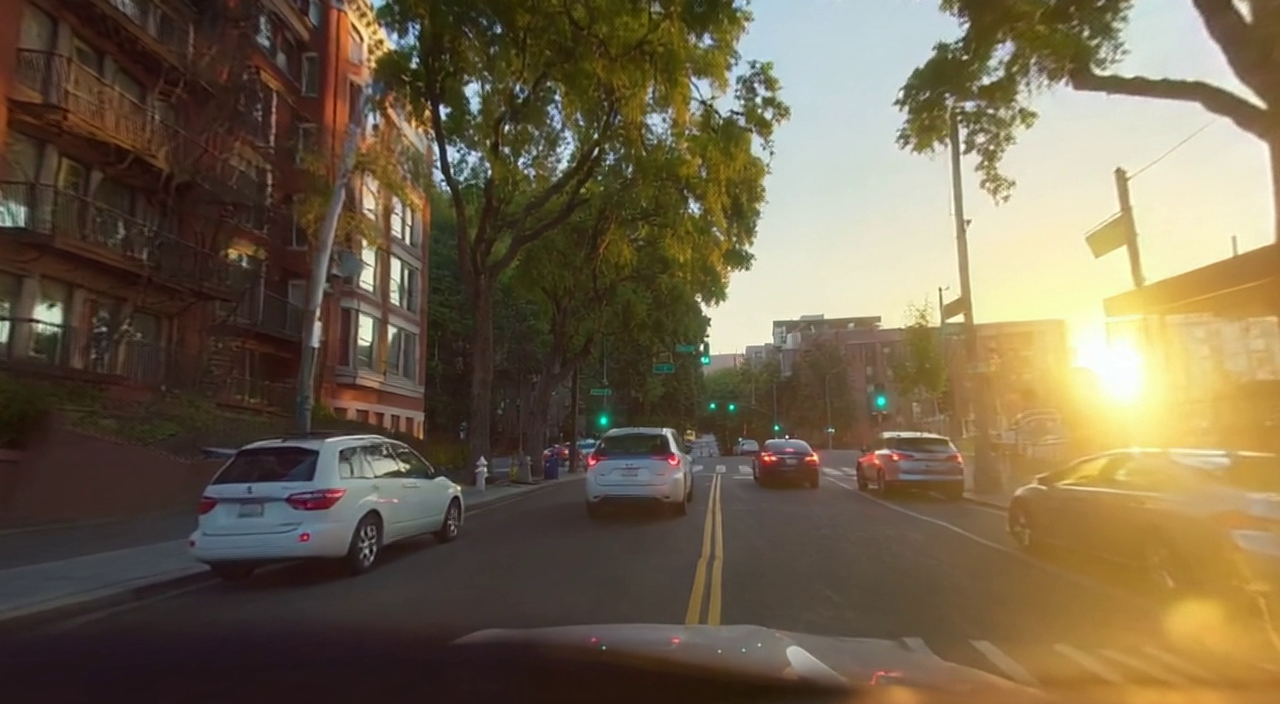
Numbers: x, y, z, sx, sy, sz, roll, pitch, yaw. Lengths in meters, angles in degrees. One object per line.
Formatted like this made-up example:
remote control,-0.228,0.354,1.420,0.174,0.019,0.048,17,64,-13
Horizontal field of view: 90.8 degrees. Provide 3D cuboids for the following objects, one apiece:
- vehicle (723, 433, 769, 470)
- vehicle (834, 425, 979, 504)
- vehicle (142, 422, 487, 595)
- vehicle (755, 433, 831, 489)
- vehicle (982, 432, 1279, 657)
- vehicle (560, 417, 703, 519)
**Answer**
vehicle,5.237,4.986,31.719,2.111,1.705,4.093,-1,-9,7
vehicle,7.002,3.008,17.378,2.093,1.815,5.441,-1,-9,6
vehicle,-4.028,1.977,8.947,2.013,1.772,4.439,-2,-9,9
vehicle,4.874,3.498,20.618,2.111,1.619,4.077,-2,-9,10
vehicle,5.328,1.558,6.212,1.937,1.442,4.338,-1,-9,7
vehicle,0.083,2.506,14.226,2.333,1.832,5.200,-2,-9,9
